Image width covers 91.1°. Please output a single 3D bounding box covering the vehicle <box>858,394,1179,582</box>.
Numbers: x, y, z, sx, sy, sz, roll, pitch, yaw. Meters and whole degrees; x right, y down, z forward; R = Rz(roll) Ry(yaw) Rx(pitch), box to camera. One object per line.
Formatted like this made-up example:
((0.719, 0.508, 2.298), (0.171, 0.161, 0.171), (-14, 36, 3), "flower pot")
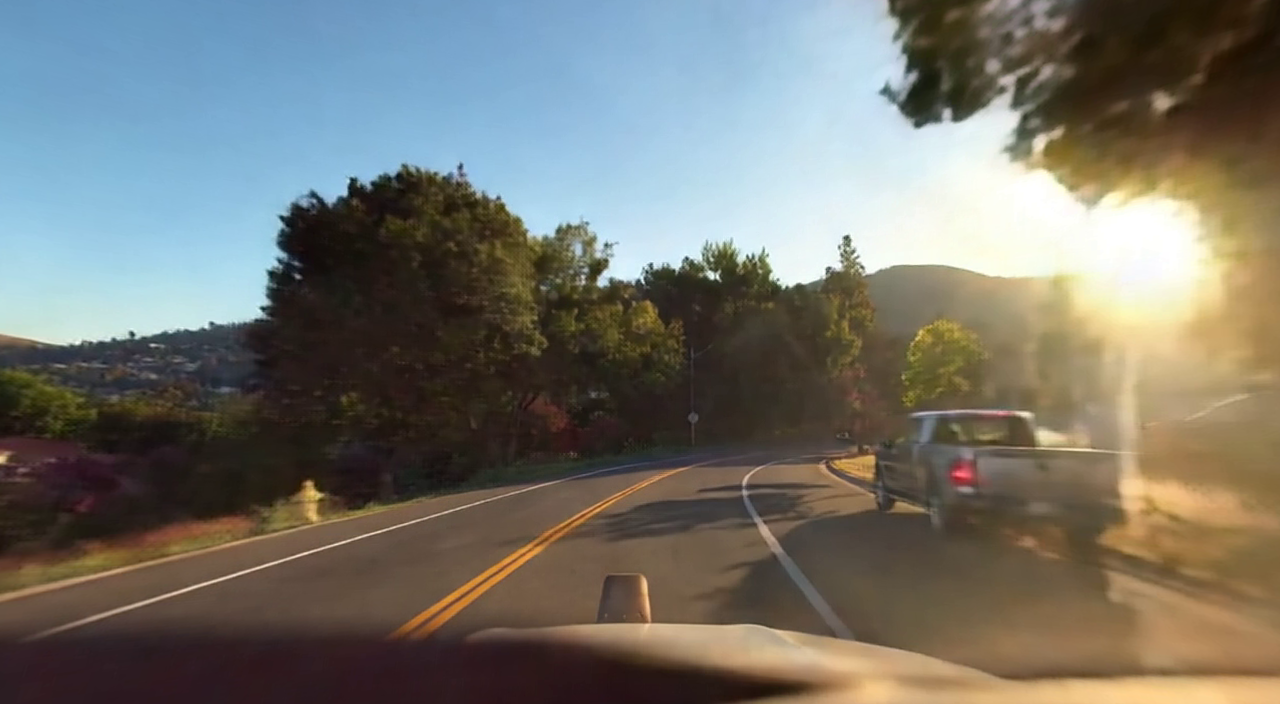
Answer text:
((4.529, 1.635, 8.537), (1.992, 1.817, 4.467), (0, -8, 7), "vehicle")
